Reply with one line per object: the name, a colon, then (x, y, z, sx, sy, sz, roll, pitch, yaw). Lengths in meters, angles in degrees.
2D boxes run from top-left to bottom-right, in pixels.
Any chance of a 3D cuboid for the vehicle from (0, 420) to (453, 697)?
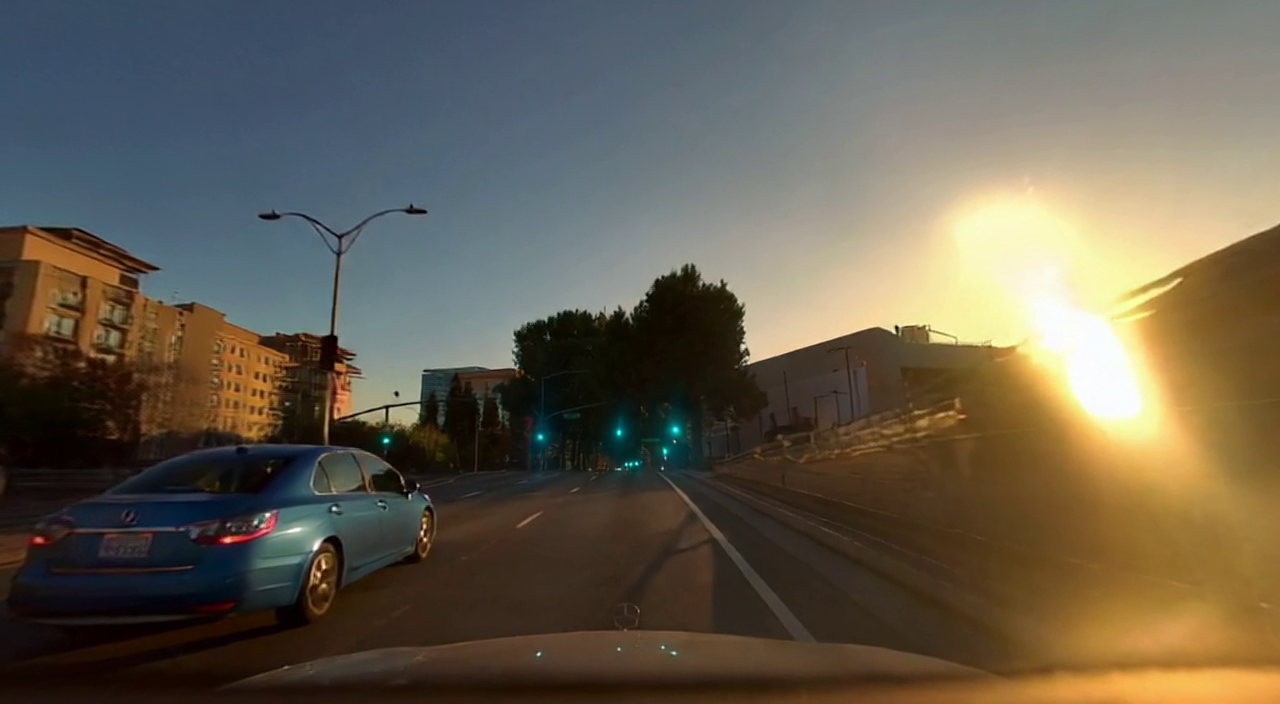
vehicle: (-3.338, 1.435, 5.611, 2.041, 1.470, 4.290, 0, -9, 0)
